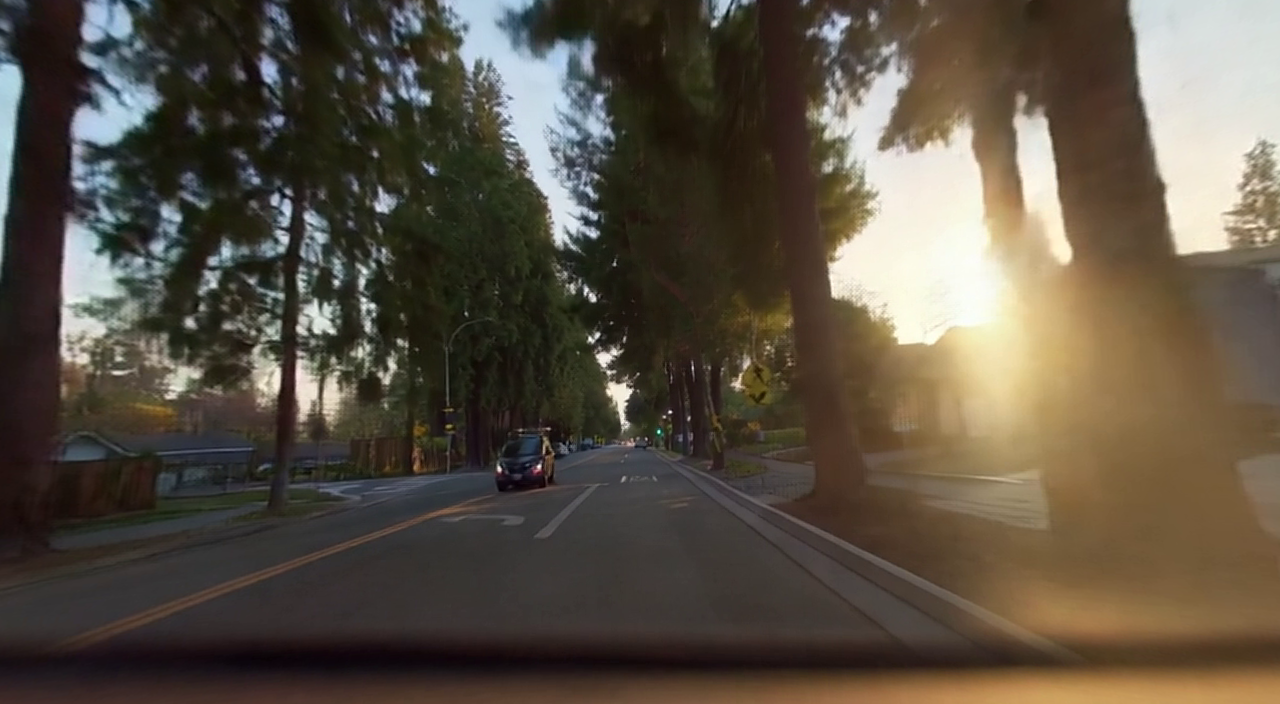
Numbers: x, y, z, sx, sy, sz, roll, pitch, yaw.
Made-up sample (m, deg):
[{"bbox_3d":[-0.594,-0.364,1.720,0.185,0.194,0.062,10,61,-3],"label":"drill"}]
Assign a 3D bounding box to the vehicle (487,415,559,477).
[{"bbox_3d":[-5.654,4.688,31.420,2.303,2.760,5.868,-1,-8,2],"label":"vehicle"}]
